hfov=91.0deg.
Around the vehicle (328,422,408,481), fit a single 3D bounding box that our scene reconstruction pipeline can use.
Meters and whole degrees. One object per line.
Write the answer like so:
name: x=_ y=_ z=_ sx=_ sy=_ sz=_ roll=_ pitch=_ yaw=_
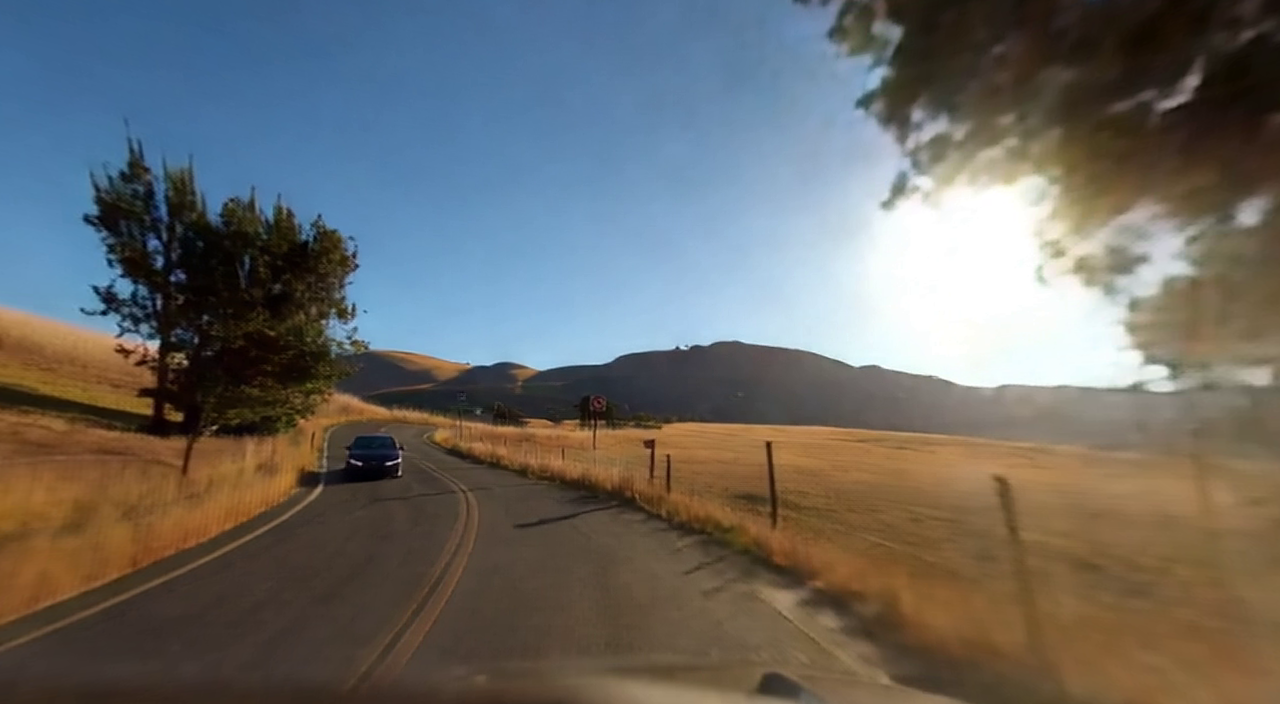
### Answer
vehicle: x=-8.559 y=3.067 z=19.932 sx=2.075 sy=1.562 sz=4.241 roll=1 pitch=-7 yaw=-22
